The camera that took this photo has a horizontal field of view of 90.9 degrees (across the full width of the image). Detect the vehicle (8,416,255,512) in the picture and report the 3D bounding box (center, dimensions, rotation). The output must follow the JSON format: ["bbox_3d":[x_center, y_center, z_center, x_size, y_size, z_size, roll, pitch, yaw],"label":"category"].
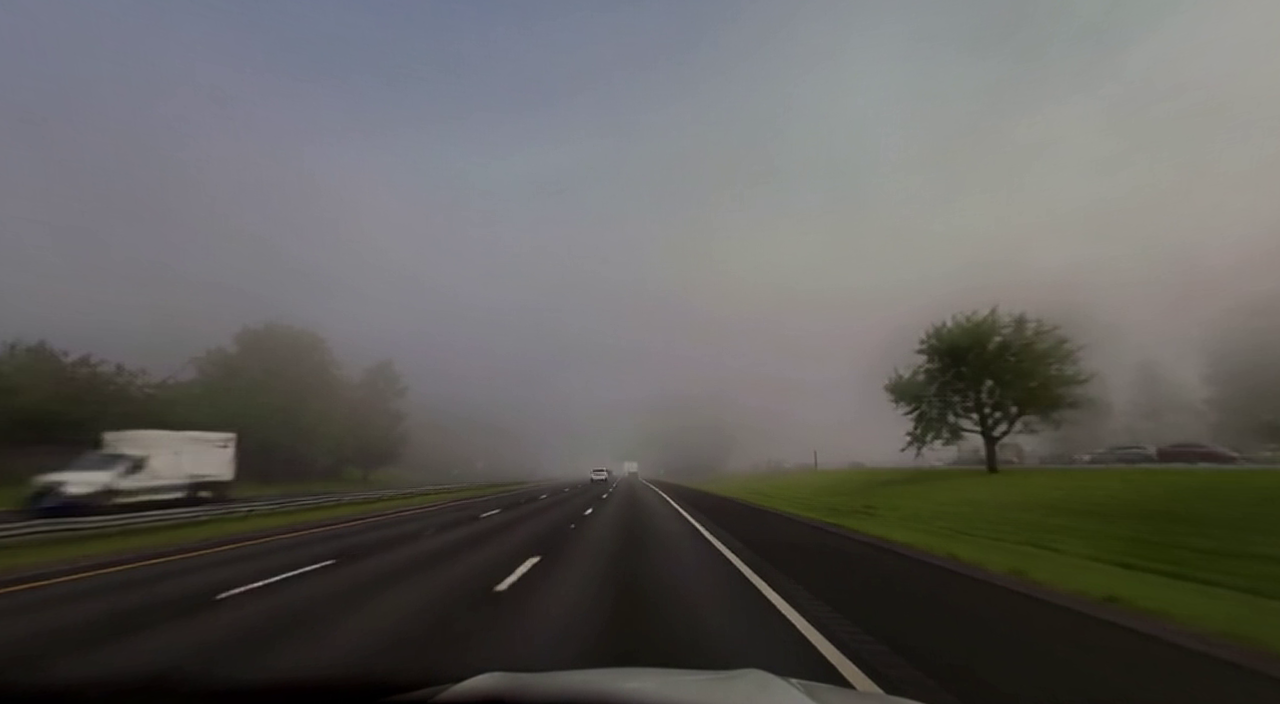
[{"bbox_3d":[-17.745,4.078,22.935,2.657,2.861,7.458,1,-11,0],"label":"vehicle"}]
